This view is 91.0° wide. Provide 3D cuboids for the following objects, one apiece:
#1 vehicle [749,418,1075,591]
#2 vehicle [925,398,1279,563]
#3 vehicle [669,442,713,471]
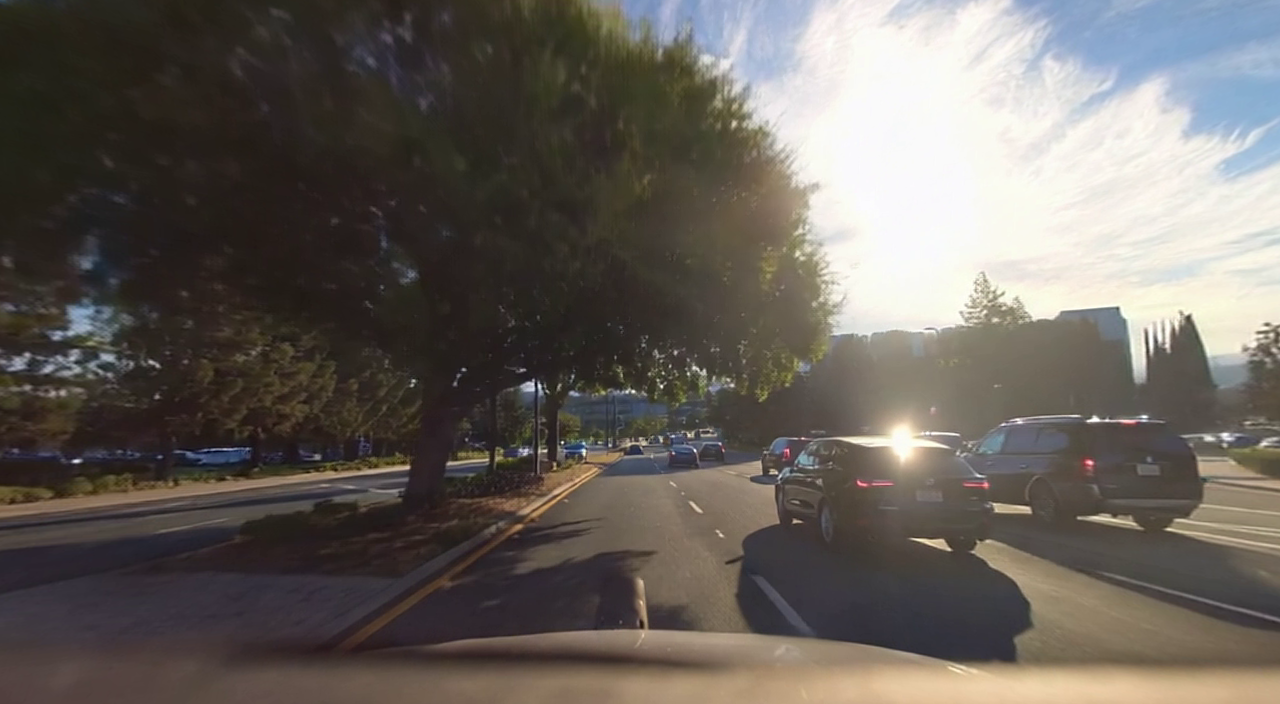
[{"bbox_3d":[2.899,1.739,8.238,1.932,1.547,4.992,0,-8,-2],"label":"vehicle"},{"bbox_3d":[6.424,1.756,9.331,2.153,1.811,4.595,0,-8,-1],"label":"vehicle"},{"bbox_3d":[2.705,5.710,34.526,1.980,1.484,4.093,0,-8,-1],"label":"vehicle"}]
